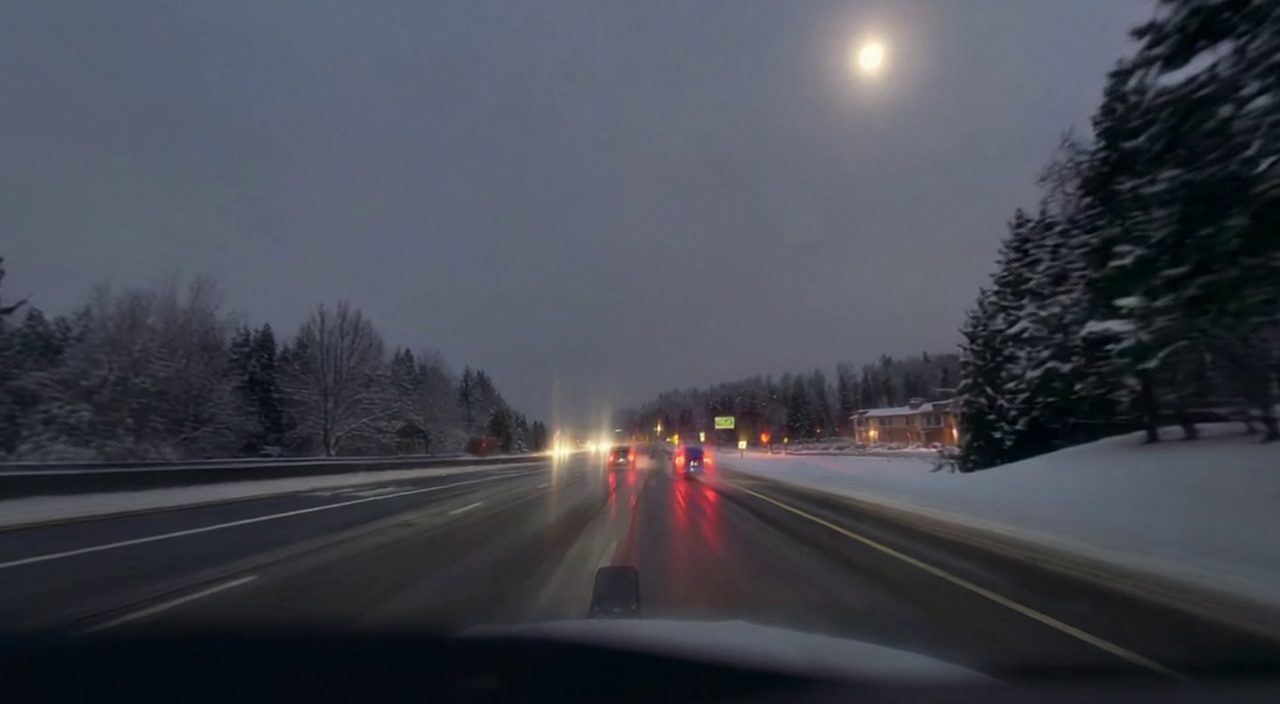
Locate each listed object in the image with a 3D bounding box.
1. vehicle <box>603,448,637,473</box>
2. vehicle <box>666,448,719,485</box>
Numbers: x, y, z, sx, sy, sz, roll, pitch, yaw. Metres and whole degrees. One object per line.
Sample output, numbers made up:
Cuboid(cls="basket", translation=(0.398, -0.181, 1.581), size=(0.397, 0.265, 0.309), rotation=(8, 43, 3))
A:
Cuboid(cls="vehicle", translation=(-1.356, 7.762, 45.279), size=(2.127, 1.692, 4.382), rotation=(0, -9, 2))
Cuboid(cls="vehicle", translation=(2.319, 5.202, 28.969), size=(2.029, 1.528, 4.644), rotation=(0, -9, 0))
